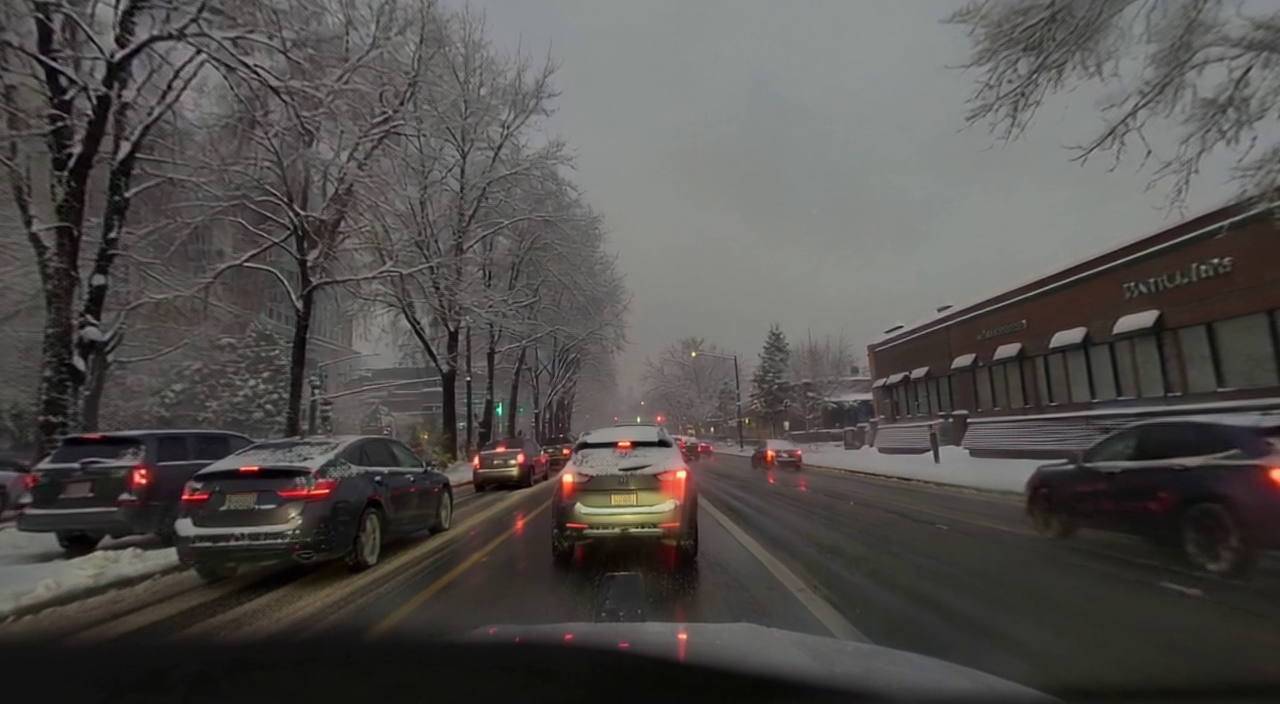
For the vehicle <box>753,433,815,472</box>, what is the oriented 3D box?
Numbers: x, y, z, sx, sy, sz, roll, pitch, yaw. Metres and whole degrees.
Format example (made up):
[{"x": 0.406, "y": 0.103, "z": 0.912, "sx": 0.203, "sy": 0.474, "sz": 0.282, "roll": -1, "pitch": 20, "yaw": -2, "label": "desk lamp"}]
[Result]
[{"x": 6.699, "y": 4.717, "z": 29.836, "sx": 1.889, "sy": 1.681, "sz": 4.120, "roll": 0, "pitch": -9, "yaw": -1, "label": "vehicle"}]

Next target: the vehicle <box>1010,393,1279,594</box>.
[{"x": 6.207, "y": 1.408, "z": 6.847, "sx": 1.895, "sy": 1.633, "sz": 4.030, "roll": 0, "pitch": -9, "yaw": 0, "label": "vehicle"}]

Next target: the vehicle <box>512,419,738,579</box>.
[{"x": -0.182, "y": 1.732, "z": 8.236, "sx": 2.161, "sy": 1.501, "sz": 4.184, "roll": 0, "pitch": -9, "yaw": -1, "label": "vehicle"}]

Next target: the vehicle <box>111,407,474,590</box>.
[{"x": -3.708, "y": 1.646, "z": 7.918, "sx": 2.009, "sy": 1.619, "sz": 4.376, "roll": 0, "pitch": -9, "yaw": 1, "label": "vehicle"}]
